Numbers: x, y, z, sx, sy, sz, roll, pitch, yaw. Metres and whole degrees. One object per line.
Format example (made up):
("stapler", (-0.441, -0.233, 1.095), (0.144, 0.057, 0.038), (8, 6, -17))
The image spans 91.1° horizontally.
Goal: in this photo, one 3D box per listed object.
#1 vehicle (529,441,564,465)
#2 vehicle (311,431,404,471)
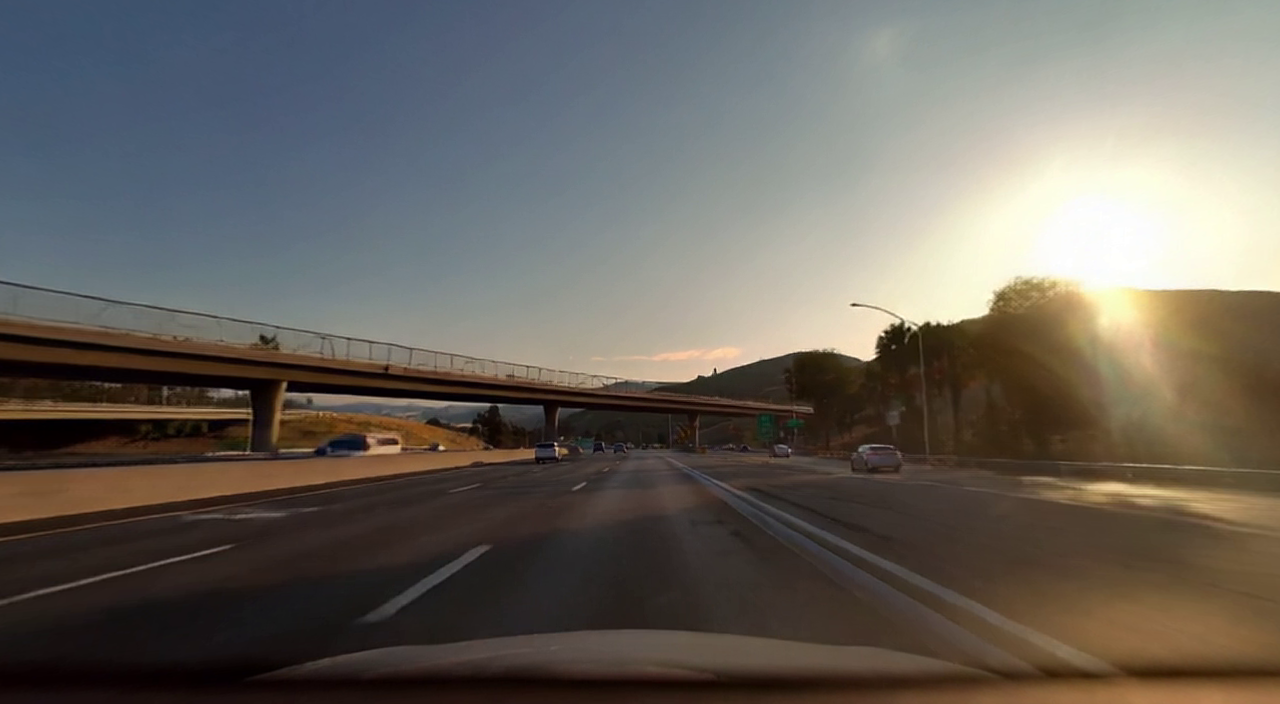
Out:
("vehicle", (-6.817, 7.412, 46.156), (1.935, 1.633, 3.955), (0, -8, 1))
("vehicle", (-15.837, 5.594, 35.740), (2.325, 2.027, 6.217), (0, -8, 1))
